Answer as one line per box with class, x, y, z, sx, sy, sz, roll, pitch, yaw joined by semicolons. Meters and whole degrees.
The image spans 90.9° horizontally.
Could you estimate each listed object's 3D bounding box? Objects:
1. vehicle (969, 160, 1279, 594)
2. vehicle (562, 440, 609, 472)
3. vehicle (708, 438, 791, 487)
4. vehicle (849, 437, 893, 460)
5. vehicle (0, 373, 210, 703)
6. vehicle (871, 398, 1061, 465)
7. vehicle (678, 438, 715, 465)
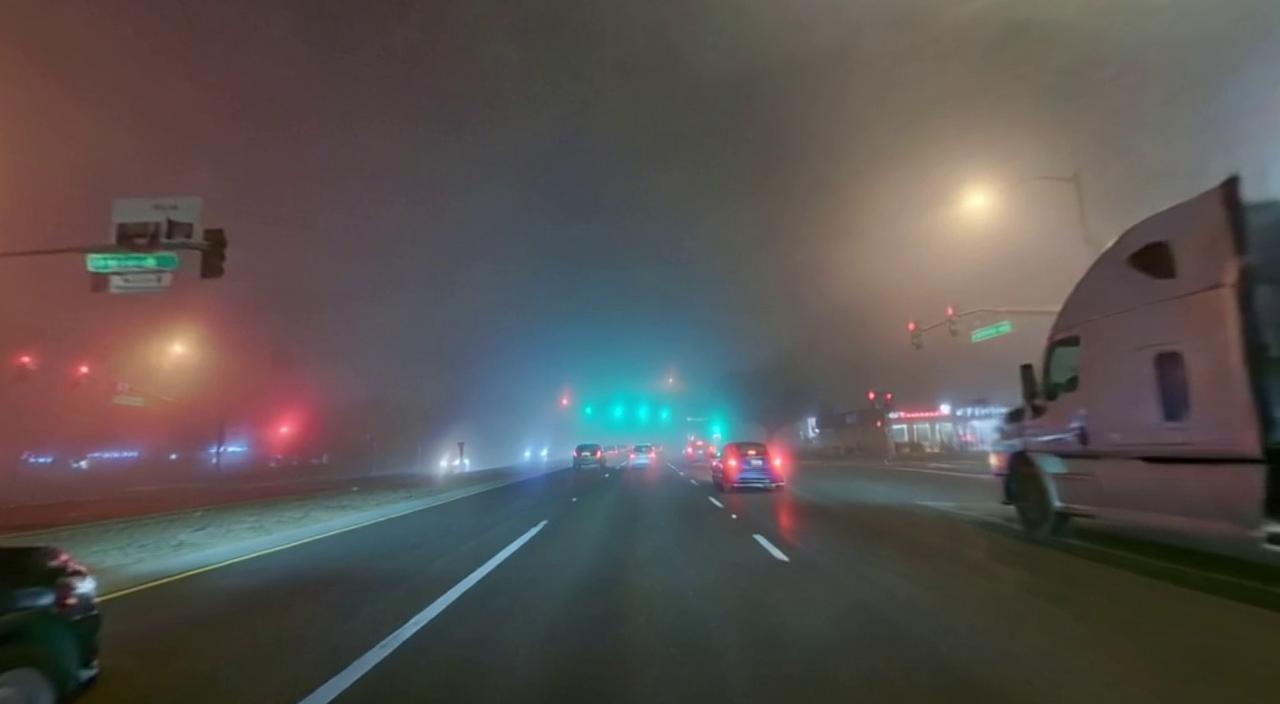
vehicle;7.129;0.309;6.096;3.159;3.716;8.959;0;-8;1
vehicle;-2.759;5.336;32.647;2.003;1.509;4.396;0;-8;1
vehicle;3.563;3.672;21.280;1.972;1.452;4.189;0;-8;-1
vehicle;14.446;5.998;39.227;1.920;1.346;4.247;-5;-9;27
vehicle;-3.187;0.638;0.688;2.024;1.529;4.741;0;-8;1
vehicle;16.831;4.235;33.136;8.201;3.281;2.759;-1;-8;7
vehicle;3.683;6.580;41.965;2.050;1.683;3.990;0;-8;0
